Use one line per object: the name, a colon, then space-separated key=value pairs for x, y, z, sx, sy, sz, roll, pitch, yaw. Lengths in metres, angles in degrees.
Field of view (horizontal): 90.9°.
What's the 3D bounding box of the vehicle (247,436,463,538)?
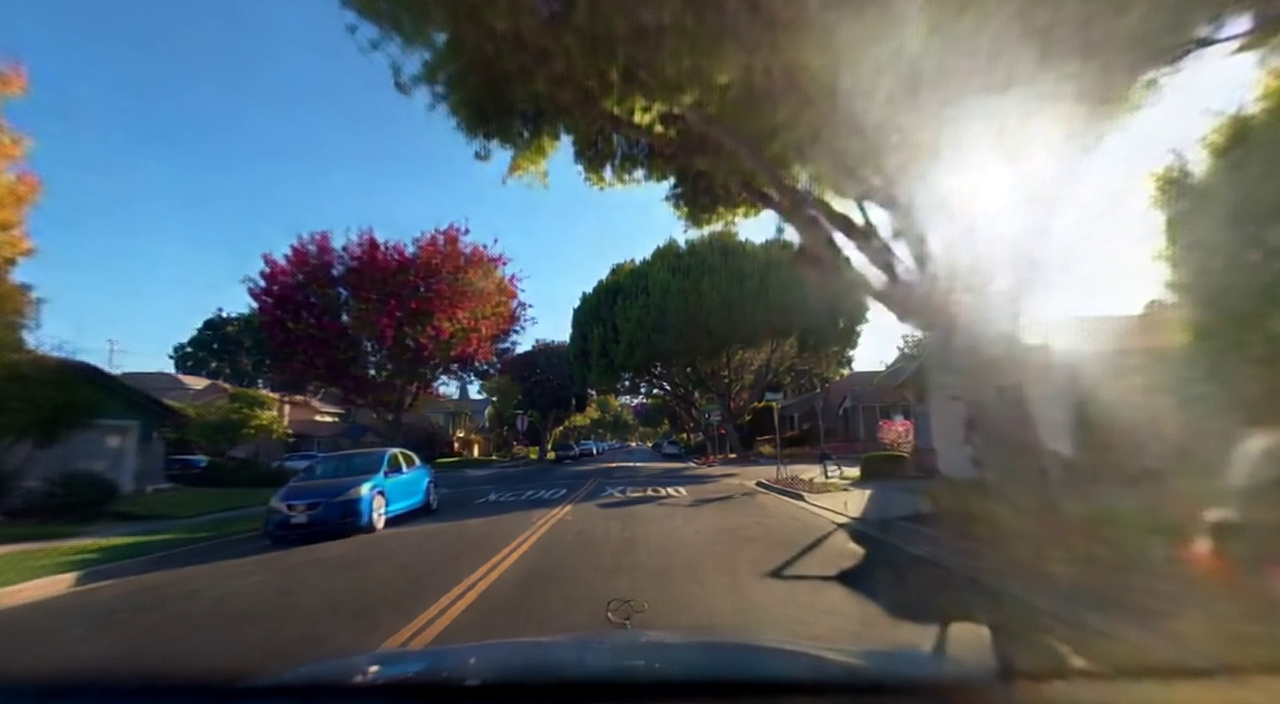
vehicle: x=-5.096 y=2.441 z=12.148 sx=2.038 sy=1.571 sz=4.524 roll=0 pitch=-8 yaw=0
